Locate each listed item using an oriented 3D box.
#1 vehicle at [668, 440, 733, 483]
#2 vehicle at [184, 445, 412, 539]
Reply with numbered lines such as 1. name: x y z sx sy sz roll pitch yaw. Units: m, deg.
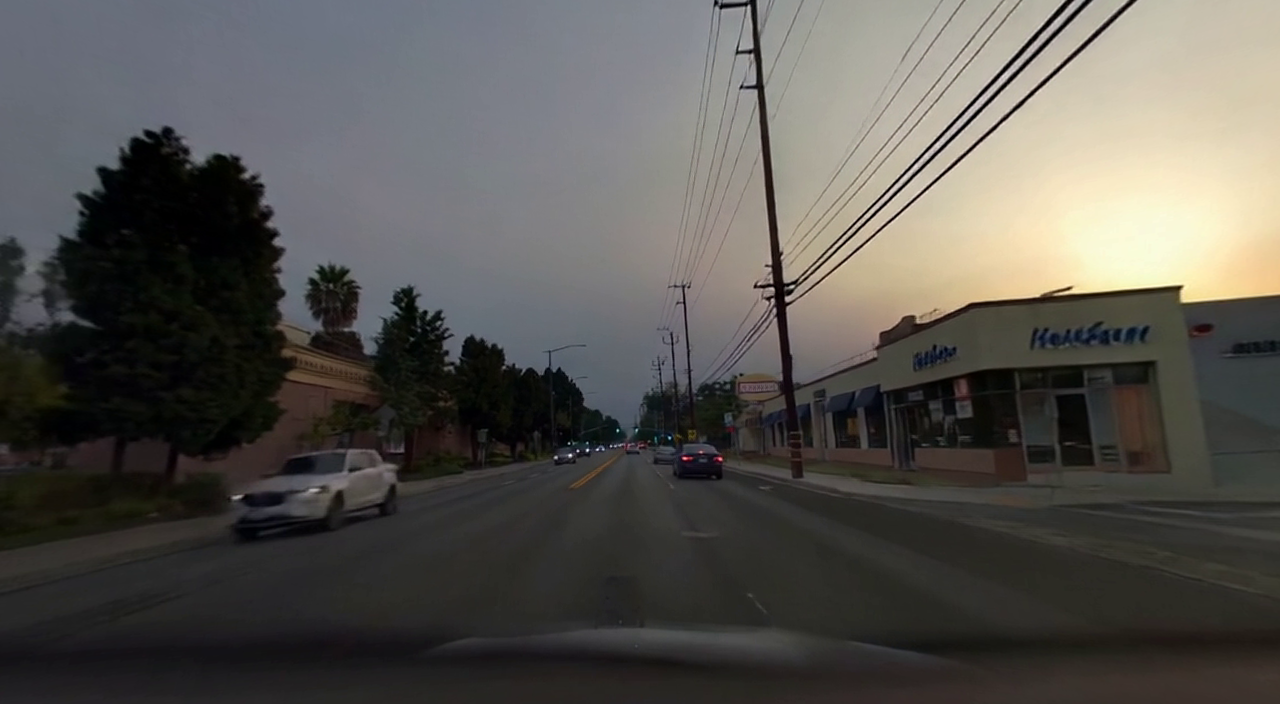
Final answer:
1. vehicle: 2.210 4.111 23.994 1.975 1.497 3.647 0 -9 -2
2. vehicle: -6.284 2.571 12.329 2.069 1.490 4.254 0 -8 0
